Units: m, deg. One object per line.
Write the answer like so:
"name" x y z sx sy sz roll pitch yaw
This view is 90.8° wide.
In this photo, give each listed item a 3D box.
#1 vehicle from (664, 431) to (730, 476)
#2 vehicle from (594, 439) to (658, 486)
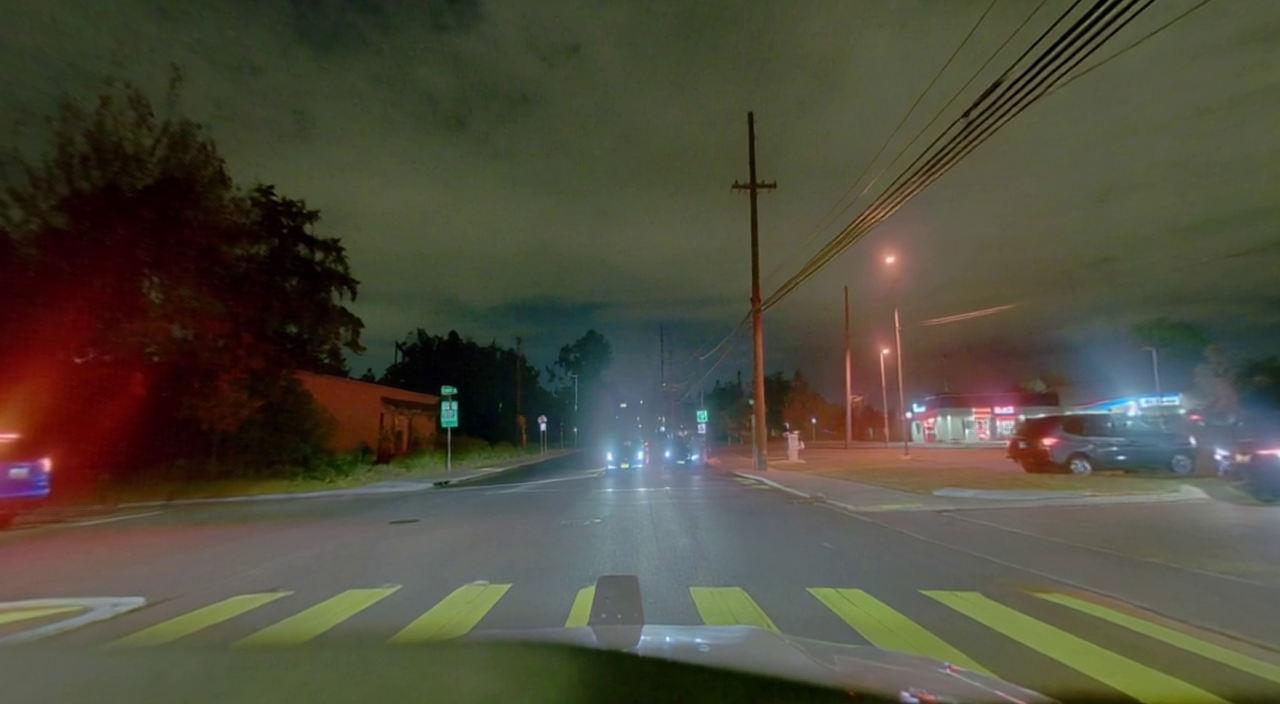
"vehicle" 2.524 4.702 29.558 2.553 1.868 5.536 0 -8 0
"vehicle" -0.566 3.693 21.425 1.874 1.427 3.976 1 -8 -5
